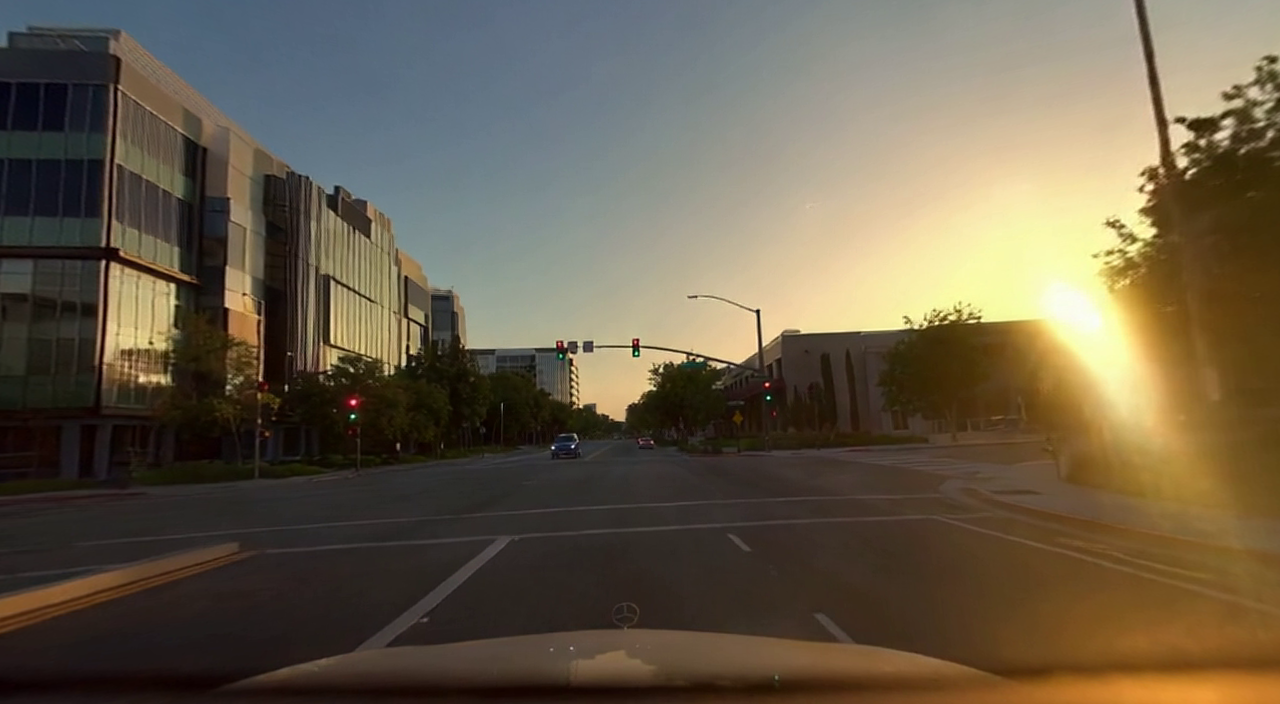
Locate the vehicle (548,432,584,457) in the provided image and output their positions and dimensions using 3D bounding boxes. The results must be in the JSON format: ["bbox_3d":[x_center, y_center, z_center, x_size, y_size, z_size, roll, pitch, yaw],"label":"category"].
[{"bbox_3d":[-5.235,6.623,45.083,1.988,1.666,4.074,0,-9,1],"label":"vehicle"}]
